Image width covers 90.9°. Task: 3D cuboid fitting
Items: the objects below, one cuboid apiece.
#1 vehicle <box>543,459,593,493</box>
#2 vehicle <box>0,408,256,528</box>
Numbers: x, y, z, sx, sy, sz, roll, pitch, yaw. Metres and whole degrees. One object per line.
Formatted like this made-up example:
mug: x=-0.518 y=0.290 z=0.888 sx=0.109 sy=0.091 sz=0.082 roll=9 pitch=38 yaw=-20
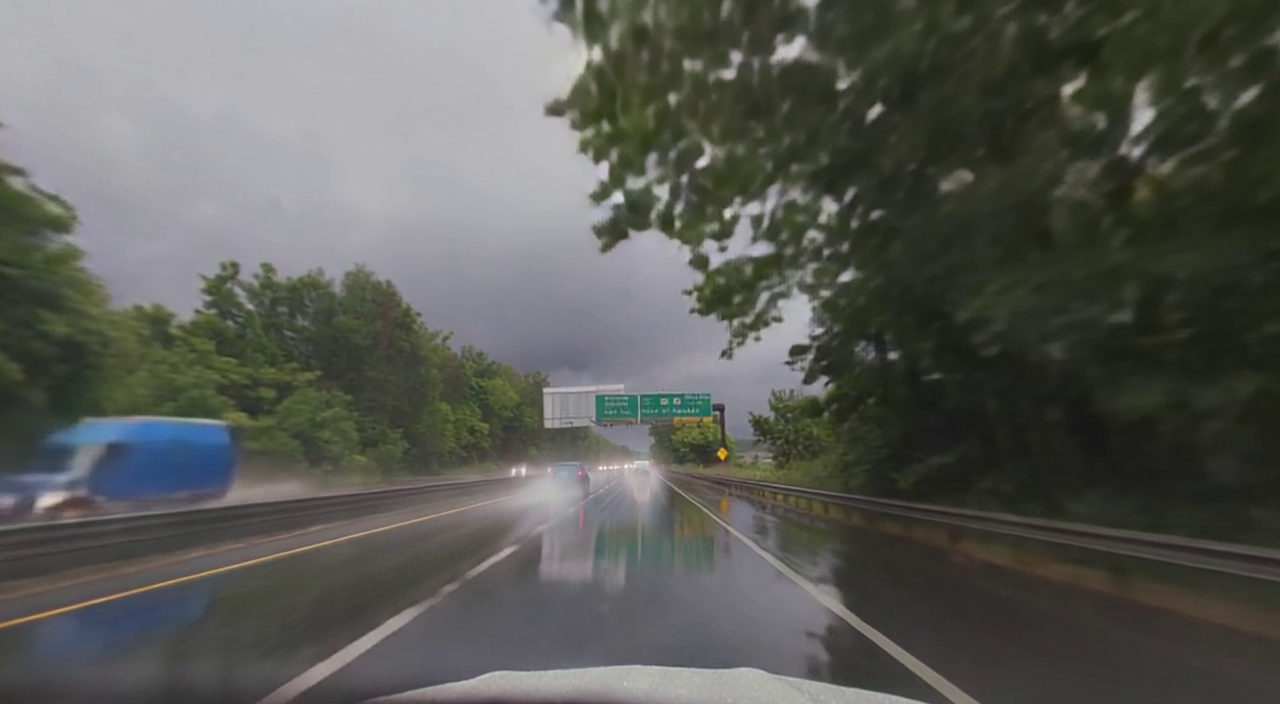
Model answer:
vehicle: x=-3.701 y=6.492 z=33.132 sx=2.081 sy=1.586 sz=4.245 roll=0 pitch=-10 yaw=1
vehicle: x=-17.452 y=4.079 z=22.307 sx=2.776 sy=3.469 sz=7.357 roll=0 pitch=-10 yaw=1
